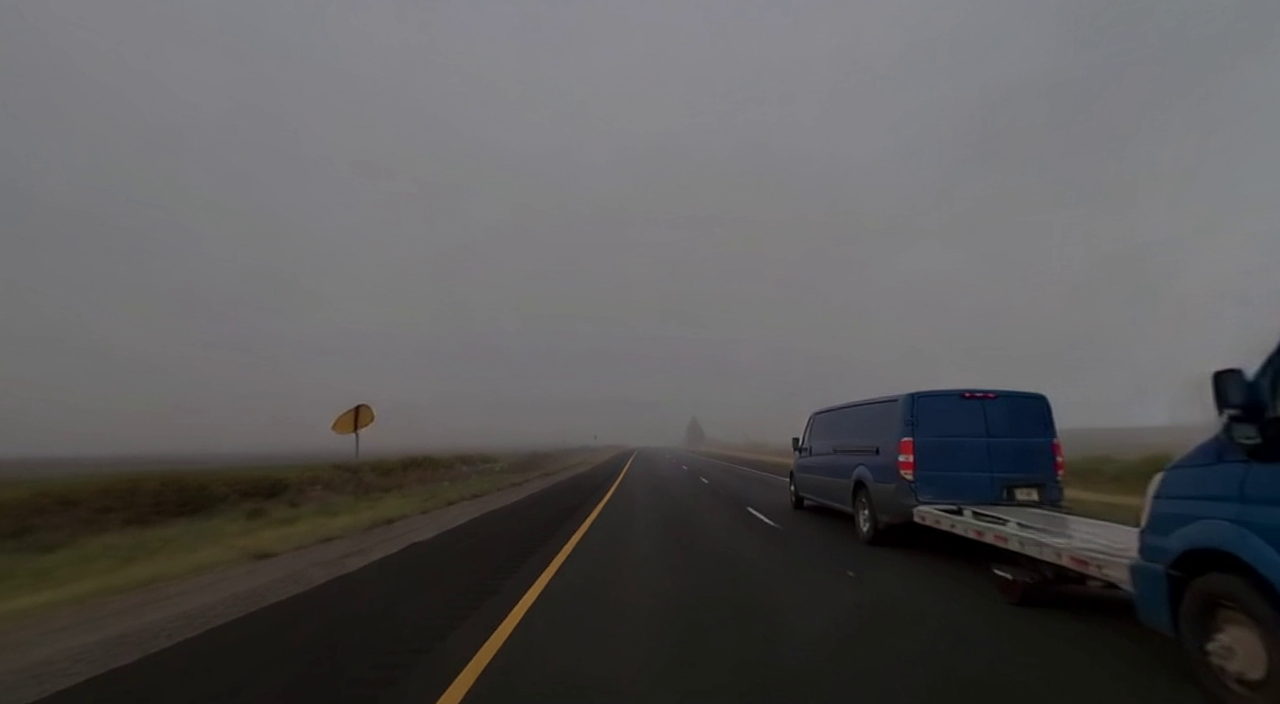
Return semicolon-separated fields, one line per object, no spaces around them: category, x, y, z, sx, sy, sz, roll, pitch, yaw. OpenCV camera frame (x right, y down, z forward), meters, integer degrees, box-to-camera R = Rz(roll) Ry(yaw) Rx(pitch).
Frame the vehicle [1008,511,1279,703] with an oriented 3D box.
vehicle;4.014;1.140;1.448;2.702;0.824;6.391;0;-8;2

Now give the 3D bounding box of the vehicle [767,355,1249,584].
vehicle;4.033;1.569;9.417;2.686;2.043;7.449;0;-8;0

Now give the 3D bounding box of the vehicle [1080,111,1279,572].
vehicle;4.099;-0.267;1.211;2.444;2.053;5.616;0;-8;0
